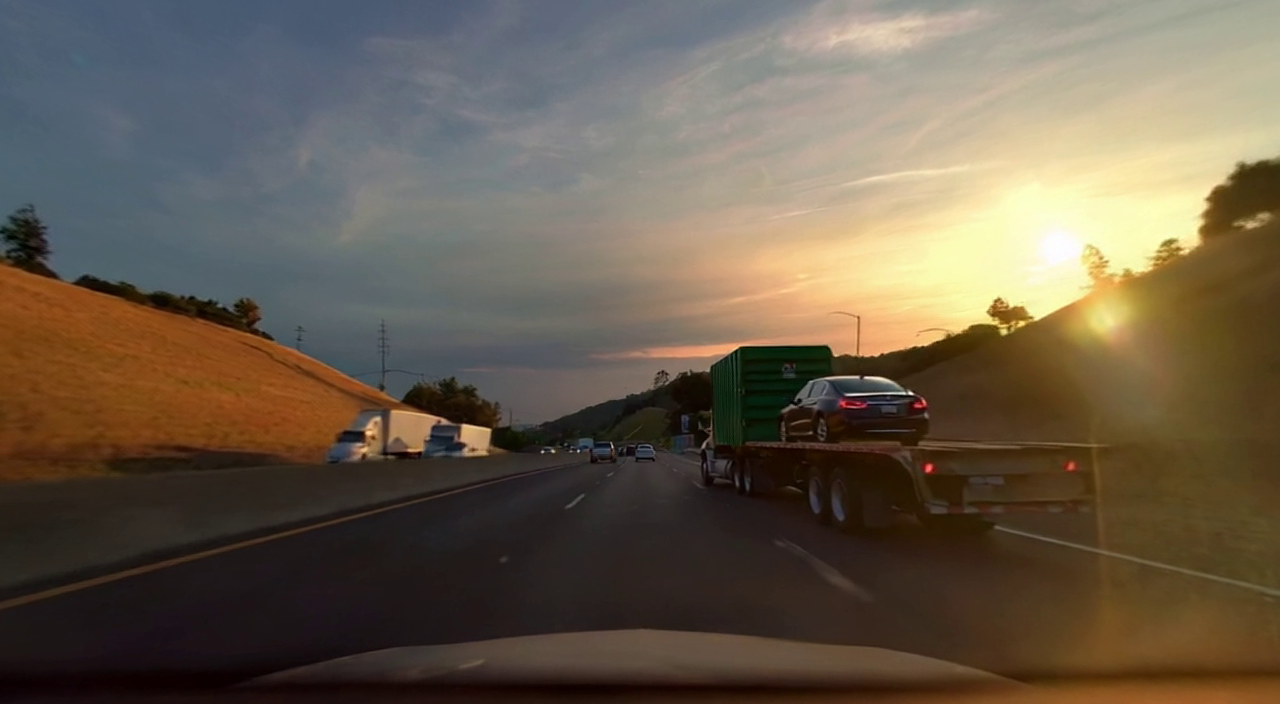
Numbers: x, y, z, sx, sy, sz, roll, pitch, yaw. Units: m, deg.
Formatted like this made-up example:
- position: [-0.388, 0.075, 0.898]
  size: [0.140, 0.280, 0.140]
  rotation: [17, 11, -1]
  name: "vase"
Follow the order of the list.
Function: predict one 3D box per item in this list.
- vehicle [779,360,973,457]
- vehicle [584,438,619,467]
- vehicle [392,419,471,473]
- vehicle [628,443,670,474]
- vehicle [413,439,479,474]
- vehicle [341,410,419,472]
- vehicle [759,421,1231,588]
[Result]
- position: [4.203, 1.218, 12.097]
  size: [1.968, 1.547, 4.215]
  rotation: [0, -9, -2]
  name: "vehicle"
- position: [-2.781, 7.397, 46.432]
  size: [2.142, 2.044, 4.446]
  rotation: [-1, -9, 2]
  name: "vehicle"
- position: [-13.845, 6.376, 42.535]
  size: [2.877, 3.333, 6.800]
  rotation: [0, -9, 0]
  name: "vehicle"
- position: [0.477, 5.604, 33.319]
  size: [2.086, 1.497, 3.681]
  rotation: [0, -9, 1]
  name: "vehicle"
- position: [-10.451, 5.691, 34.365]
  size: [2.030, 1.776, 4.514]
  rotation: [0, -9, 2]
  name: "vehicle"
- position: [-18.248, 6.360, 44.750]
  size: [2.906, 4.042, 5.850]
  rotation: [0, -9, 0]
  name: "vehicle"
- position: [4.302, 2.221, 10.848]
  size: [2.654, 1.574, 9.537]
  rotation: [0, -9, 0]
  name: "vehicle"
